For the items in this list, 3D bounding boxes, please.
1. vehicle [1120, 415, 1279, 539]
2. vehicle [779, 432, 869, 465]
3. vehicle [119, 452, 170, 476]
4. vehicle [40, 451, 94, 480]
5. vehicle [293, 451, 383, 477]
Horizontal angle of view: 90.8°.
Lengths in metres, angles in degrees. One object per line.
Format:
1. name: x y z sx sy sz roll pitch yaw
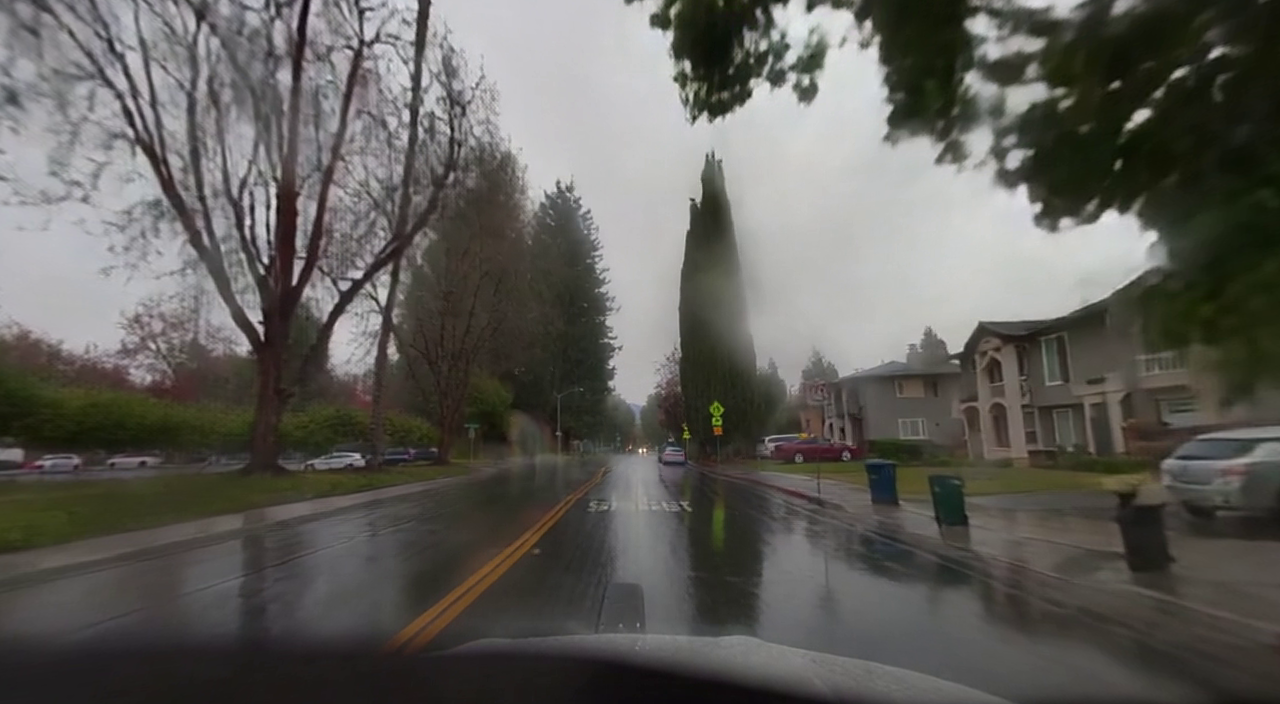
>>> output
1. vehicle: 9.985 1.625 9.068 4.544 1.496 1.916 -3 -9 -2
2. vehicle: 11.019 5.809 38.063 4.750 1.658 1.902 -3 -10 0
3. vehicle: -36.432 8.206 46.375 4.177 1.621 1.965 -7 -11 39
4. vehicle: -35.996 7.088 39.635 4.938 1.720 1.926 -9 -12 42
5. vehicle: -19.203 7.091 40.272 4.691 1.483 1.955 8 -12 -44
